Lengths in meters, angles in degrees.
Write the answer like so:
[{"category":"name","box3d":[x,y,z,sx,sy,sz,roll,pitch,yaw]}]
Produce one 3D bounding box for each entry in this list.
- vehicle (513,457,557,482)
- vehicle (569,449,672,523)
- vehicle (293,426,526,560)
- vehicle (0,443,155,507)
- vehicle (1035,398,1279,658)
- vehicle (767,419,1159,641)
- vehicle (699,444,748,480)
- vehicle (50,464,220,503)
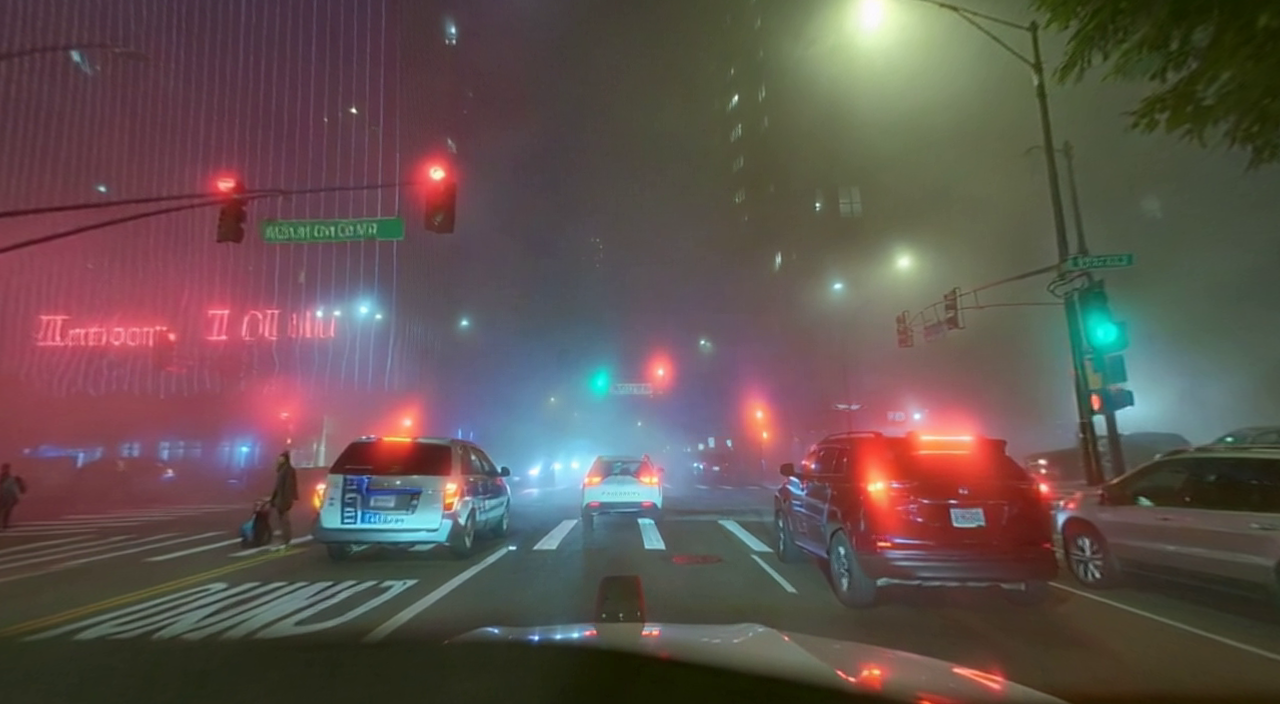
[{"category":"vehicle","box3d":[-6.695,7.564,40.897,2.052,1.471,4.225,0,-8,1]},{"category":"vehicle","box3d":[-0.405,3.065,15.027,2.092,1.454,4.132,0,-8,0]},{"category":"vehicle","box3d":[-3.686,2.354,11.482,2.190,1.840,5.272,0,-8,0]},{"category":"vehicle","box3d":[-30.883,6.680,34.752,5.896,3.276,2.809,0,-8,0]},{"category":"vehicle","box3d":[5.876,1.406,5.301,2.123,1.936,4.538,0,-8,0]},{"category":"vehicle","box3d":[3.040,1.758,7.442,2.072,1.735,4.759,0,-8,0]},{"category":"vehicle","box3d":[5.666,7.558,43.805,2.420,2.300,5.313,0,-8,-3]},{"category":"vehicle","box3d":[-20.254,5.283,25.513,5.153,1.449,1.966,0,-8,0]}]
